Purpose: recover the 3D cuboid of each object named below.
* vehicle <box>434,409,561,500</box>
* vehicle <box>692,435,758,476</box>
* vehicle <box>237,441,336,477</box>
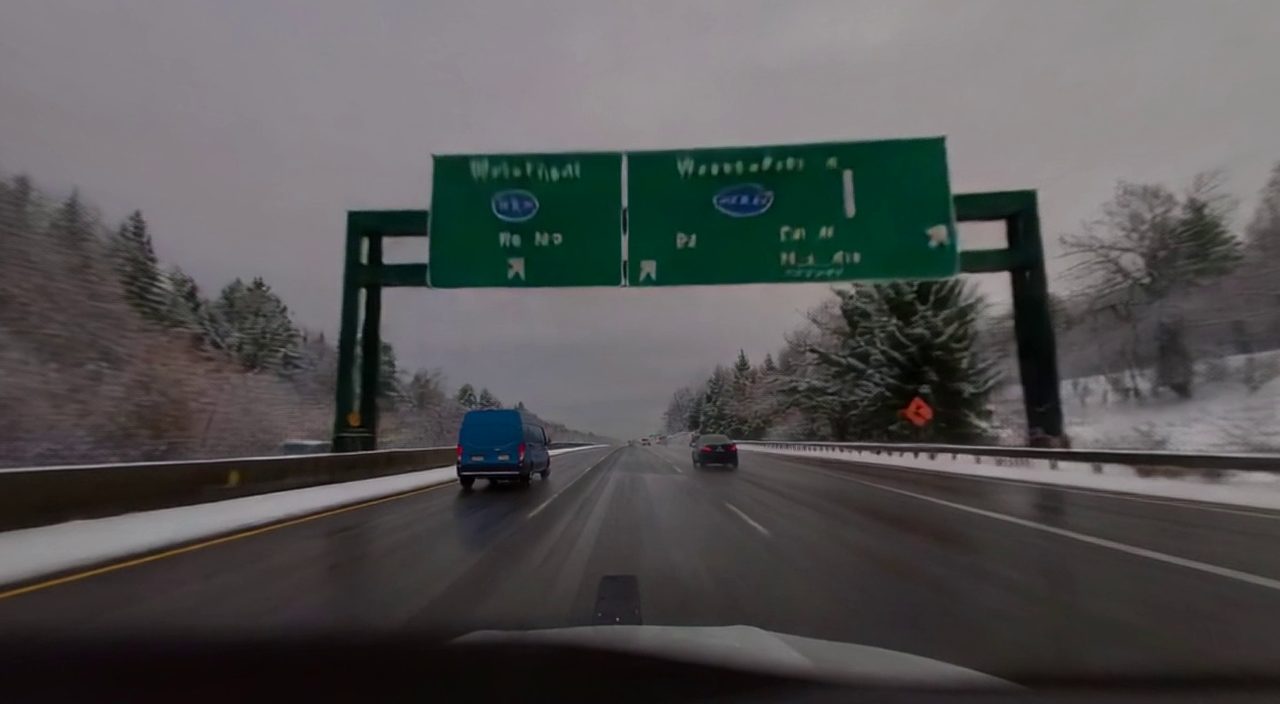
[{"bbox_3d":[-3.559,2.672,16.910,2.275,2.053,5.082,0,-8,-1],"label":"vehicle"},{"bbox_3d":[3.261,4.053,25.033,2.020,1.464,3.803,0,-8,-1],"label":"vehicle"},{"bbox_3d":[-16.470,4.993,29.712,1.865,1.497,4.820,0,-8,0],"label":"vehicle"}]
